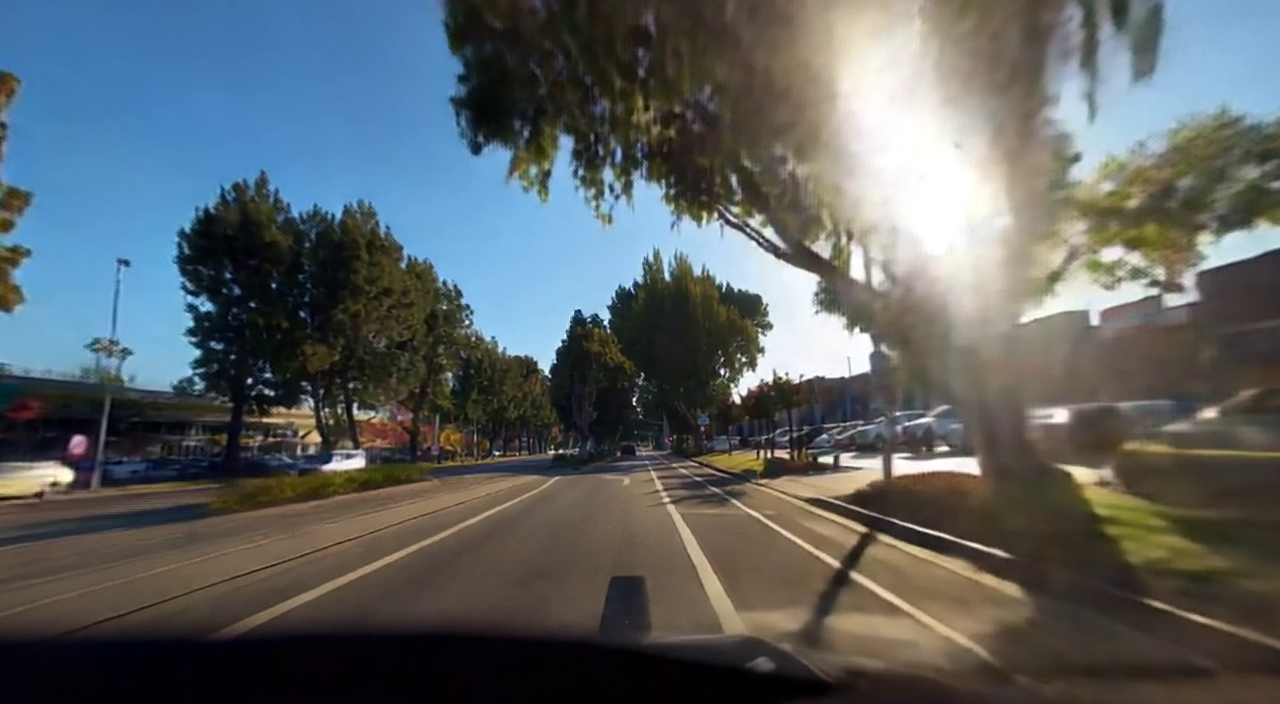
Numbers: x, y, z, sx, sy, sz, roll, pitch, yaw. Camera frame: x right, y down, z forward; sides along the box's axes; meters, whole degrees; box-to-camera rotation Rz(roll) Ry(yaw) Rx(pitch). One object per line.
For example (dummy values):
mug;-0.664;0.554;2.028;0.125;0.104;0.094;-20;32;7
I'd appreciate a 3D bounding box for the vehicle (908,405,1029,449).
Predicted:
vehicle;12.682;2.938;24.494;3.641;1.524;1.731;-2;-8;-1

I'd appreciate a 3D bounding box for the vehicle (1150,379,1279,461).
vehicle;12.585;1.355;12.320;3.712;1.467;1.729;0;-8;-1

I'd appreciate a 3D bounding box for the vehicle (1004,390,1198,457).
vehicle;12.365;1.965;17.100;3.742;1.560;1.822;-2;-8;0

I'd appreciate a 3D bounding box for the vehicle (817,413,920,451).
vehicle;12.576;4.420;34.927;4.713;1.767;2.268;-3;-7;1
